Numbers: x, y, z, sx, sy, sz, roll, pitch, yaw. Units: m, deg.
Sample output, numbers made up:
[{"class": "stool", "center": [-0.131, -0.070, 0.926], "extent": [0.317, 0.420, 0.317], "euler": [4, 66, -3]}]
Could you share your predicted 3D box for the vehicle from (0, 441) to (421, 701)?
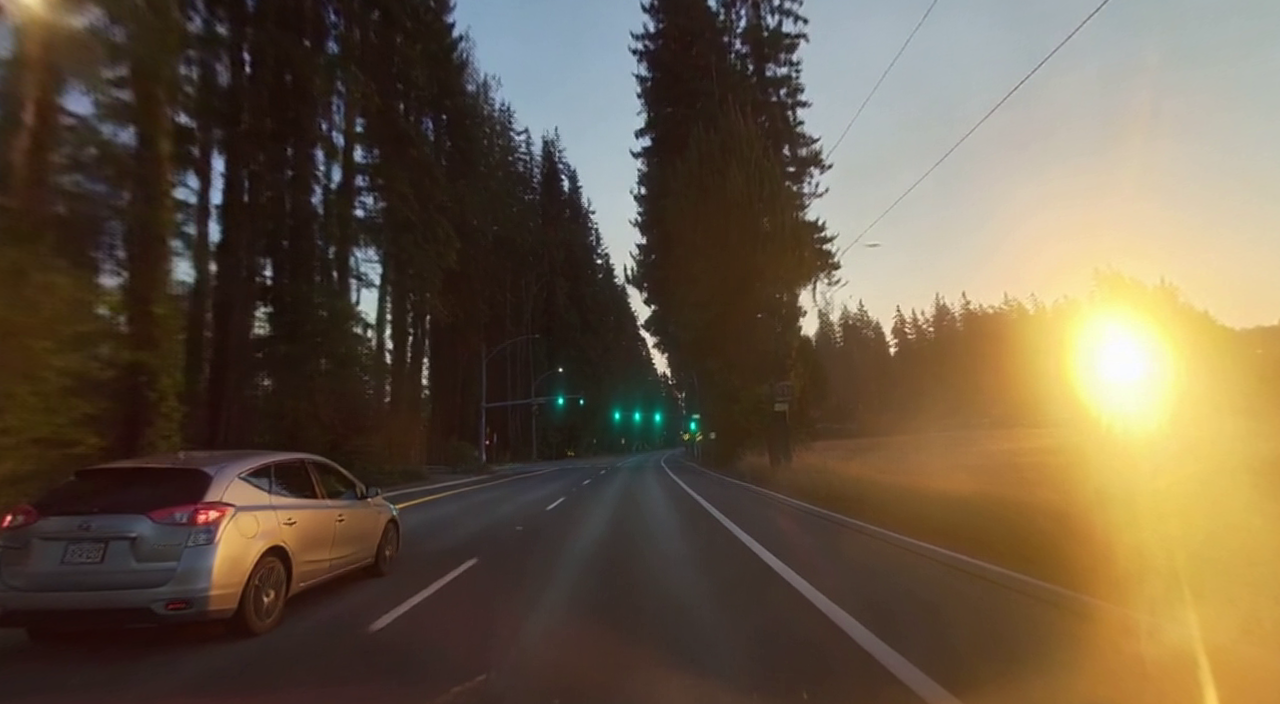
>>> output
[{"class": "vehicle", "center": [-3.706, 1.543, 5.693], "extent": [1.946, 1.437, 4.154], "euler": [0, -8, 0]}]
